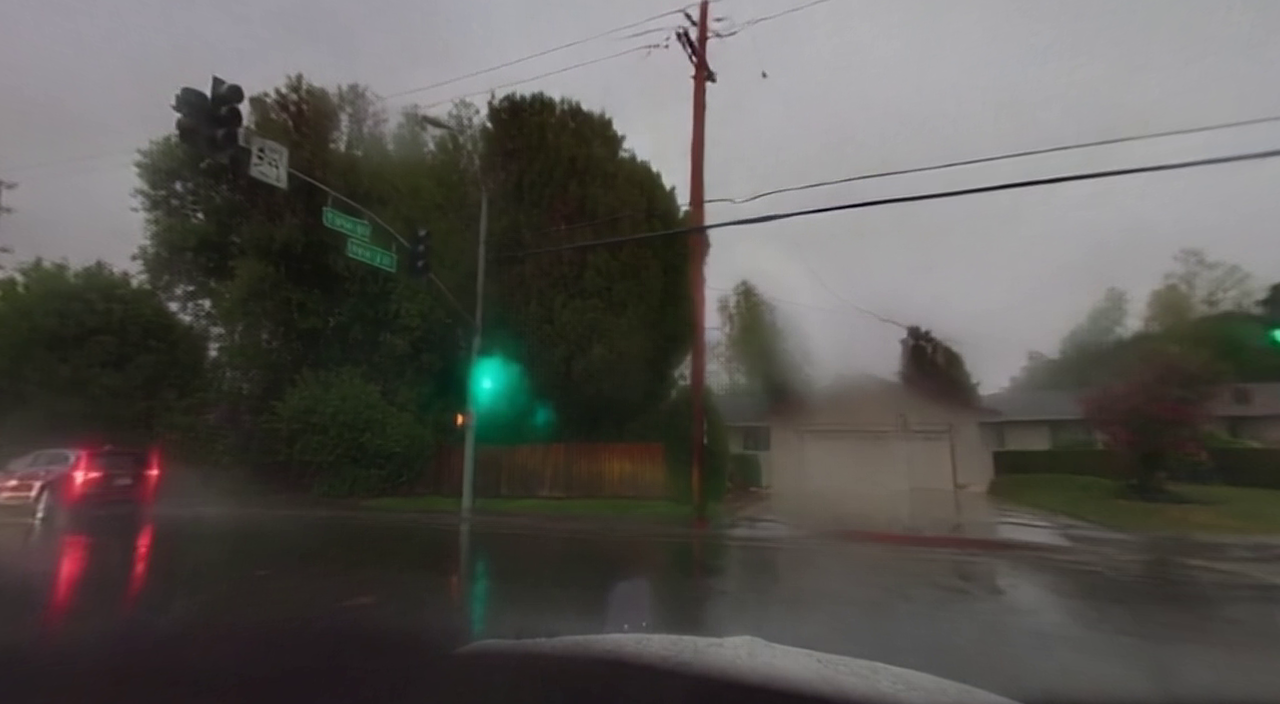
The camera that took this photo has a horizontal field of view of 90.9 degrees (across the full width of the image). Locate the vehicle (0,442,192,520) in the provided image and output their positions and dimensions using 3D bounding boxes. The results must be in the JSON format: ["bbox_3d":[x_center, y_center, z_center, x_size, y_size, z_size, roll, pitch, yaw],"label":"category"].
[{"bbox_3d":[-12.610,2.786,14.165,4.512,1.506,2.078,-4,-9,25],"label":"vehicle"}]
